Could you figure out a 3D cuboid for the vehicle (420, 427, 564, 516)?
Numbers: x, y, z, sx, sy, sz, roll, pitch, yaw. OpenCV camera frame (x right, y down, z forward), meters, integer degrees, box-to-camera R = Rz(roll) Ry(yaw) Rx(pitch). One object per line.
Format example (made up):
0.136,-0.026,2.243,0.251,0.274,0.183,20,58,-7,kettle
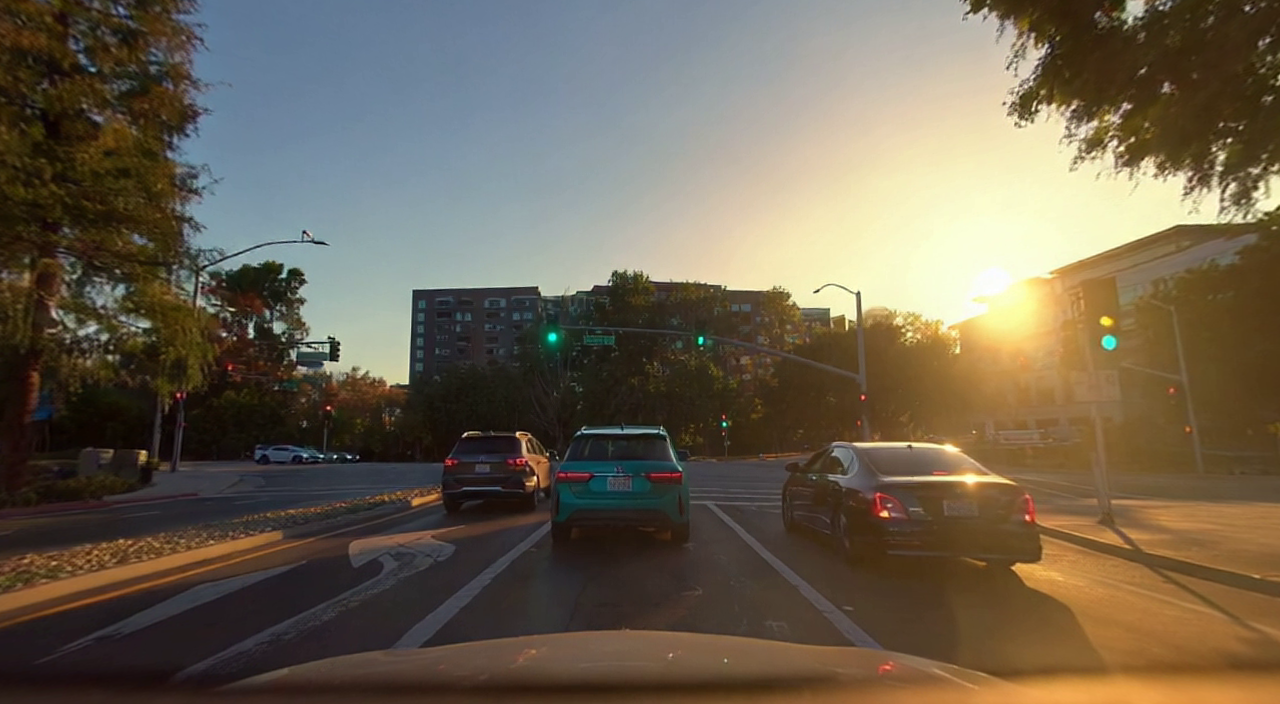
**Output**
-2.999,2.514,13.735,1.987,1.633,4.005,0,-9,3,vehicle

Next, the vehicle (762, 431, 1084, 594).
3.032,1.811,8.064,2.056,1.468,4.520,0,-8,1,vehicle

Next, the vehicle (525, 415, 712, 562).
-0.229,1.865,9.289,2.108,1.654,4.235,0,-8,0,vehicle
